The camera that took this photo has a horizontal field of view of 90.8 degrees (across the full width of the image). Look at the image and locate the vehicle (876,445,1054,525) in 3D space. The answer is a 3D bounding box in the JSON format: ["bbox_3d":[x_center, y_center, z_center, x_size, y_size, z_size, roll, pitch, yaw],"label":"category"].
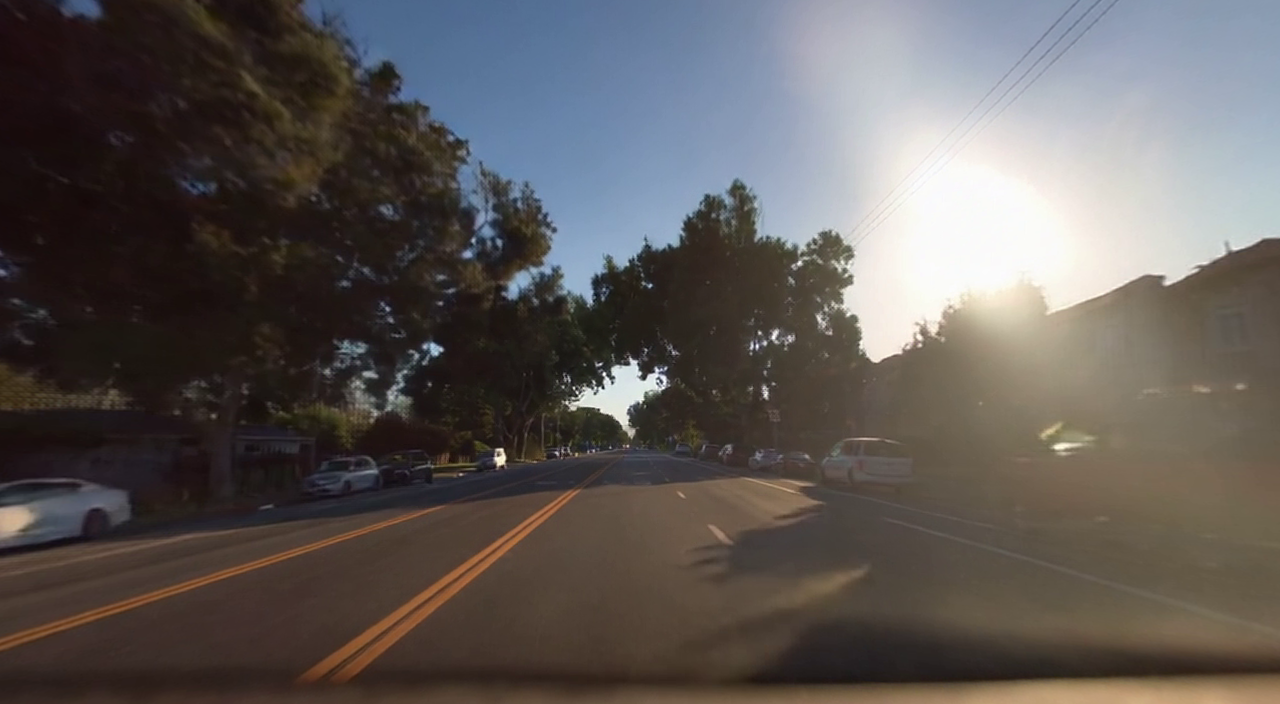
[{"bbox_3d":[6.793,2.777,13.871,1.882,1.433,4.622,-2,-9,6],"label":"vehicle"}]

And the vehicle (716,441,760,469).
[{"bbox_3d":[6.776,7.177,44.188,2.087,1.762,5.493,0,-9,-1],"label":"vehicle"}]

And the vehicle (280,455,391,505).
[{"bbox_3d":[-10.828,4.550,22.833,1.840,1.526,4.214,-1,-9,1],"label":"vehicle"}]

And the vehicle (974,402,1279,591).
[{"bbox_3d":[7.167,1.833,8.965,2.103,1.912,4.892,0,-9,-1],"label":"vehicle"}]

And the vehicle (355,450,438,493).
[{"bbox_3d":[-10.711,5.288,28.179,1.974,1.682,4.339,-2,-9,0],"label":"vehicle"}]

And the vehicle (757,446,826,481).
[{"bbox_3d":[7.114,5.263,30.166,1.982,1.479,4.687,0,-9,-2],"label":"vehicle"}]

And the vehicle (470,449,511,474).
[{"bbox_3d":[-11.132,8.199,47.364,2.048,1.692,4.635,-2,-9,0],"label":"vehicle"}]

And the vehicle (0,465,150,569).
[{"bbox_3d":[-10.805,2.664,10.184,2.007,1.528,4.710,-2,-9,0],"label":"vehicle"}]

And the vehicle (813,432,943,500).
[{"bbox_3d":[7.210,3.498,19.883,2.064,1.802,5.293,-1,-9,1],"label":"vehicle"}]
